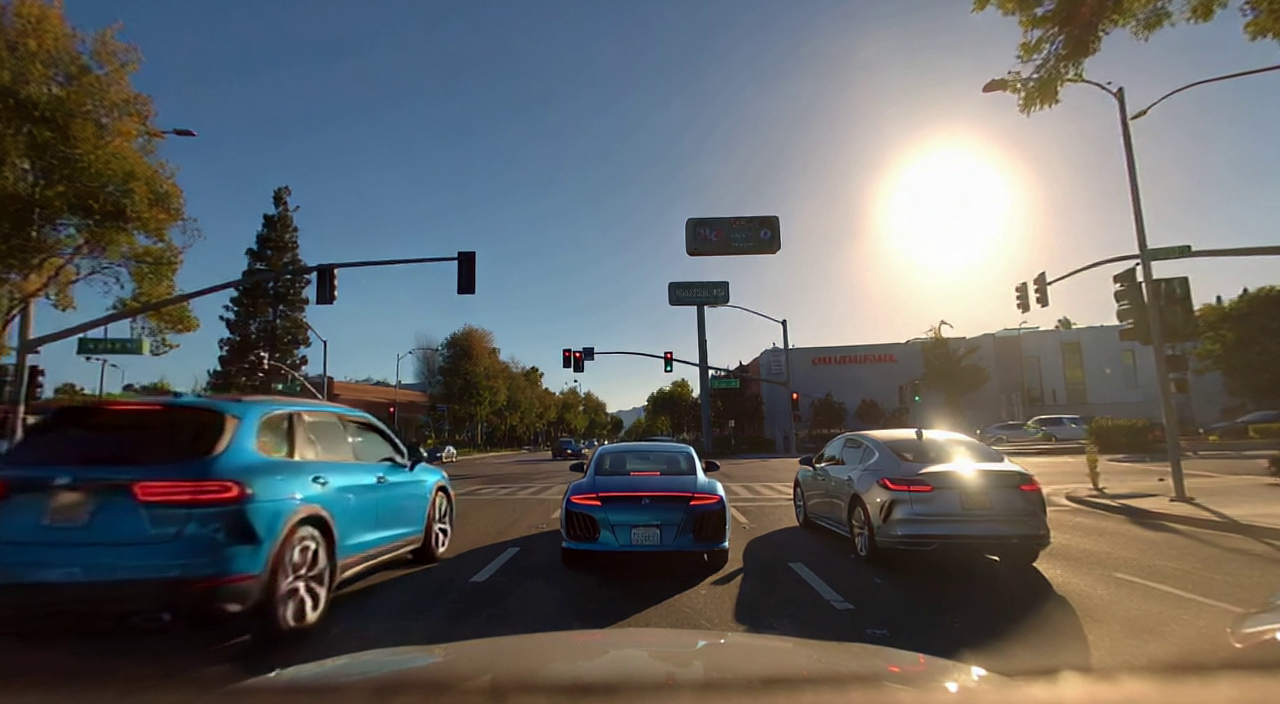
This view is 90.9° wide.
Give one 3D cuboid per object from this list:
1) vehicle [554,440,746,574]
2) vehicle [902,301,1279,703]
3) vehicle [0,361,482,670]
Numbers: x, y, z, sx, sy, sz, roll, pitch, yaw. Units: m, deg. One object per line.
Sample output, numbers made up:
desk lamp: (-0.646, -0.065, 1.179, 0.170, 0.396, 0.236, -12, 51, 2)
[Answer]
vehicle: (0.114, 1.869, 8.398, 1.945, 1.343, 3.827, 0, -8, 0)
vehicle: (3.100, 0.804, 2.532, 2.143, 1.759, 4.531, 0, -8, 0)
vehicle: (-3.236, 1.295, 6.135, 2.061, 1.781, 4.842, 0, -8, 1)
